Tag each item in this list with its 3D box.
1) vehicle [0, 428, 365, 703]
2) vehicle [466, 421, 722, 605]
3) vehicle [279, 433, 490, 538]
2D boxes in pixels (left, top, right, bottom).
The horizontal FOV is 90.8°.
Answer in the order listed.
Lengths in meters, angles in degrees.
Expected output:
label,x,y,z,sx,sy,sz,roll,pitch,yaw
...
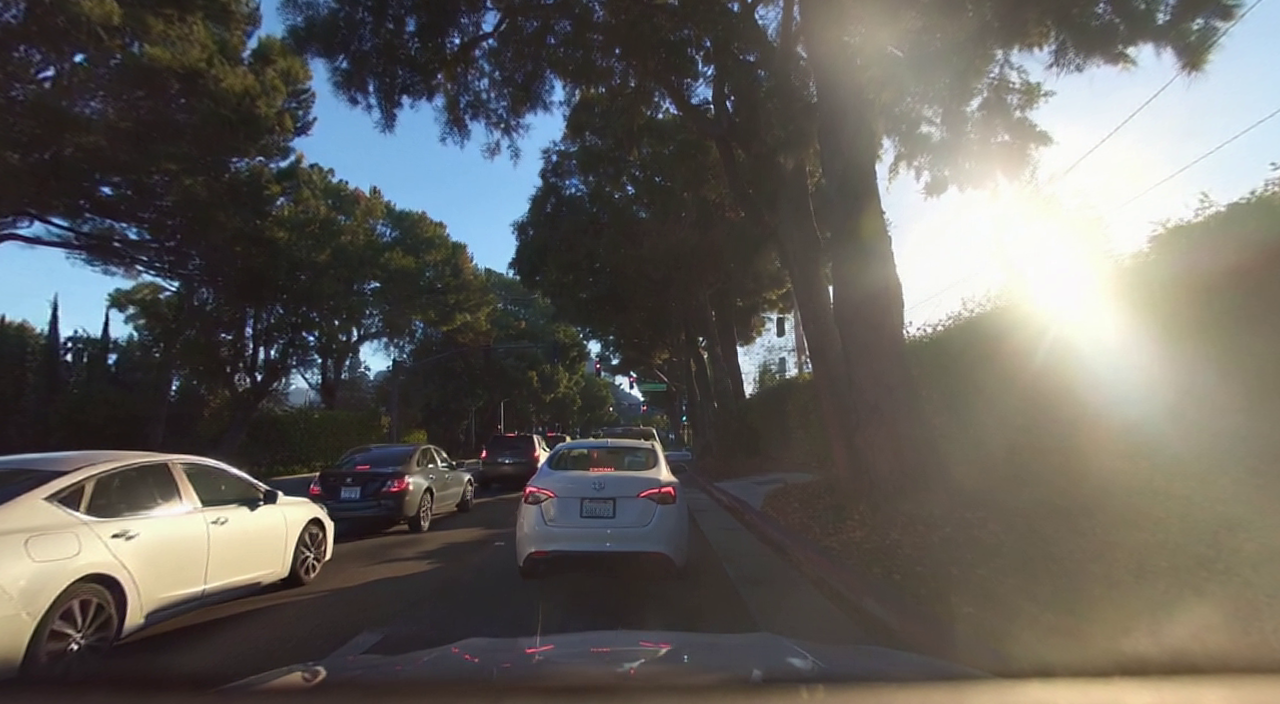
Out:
label,x,y,z,sx,sy,sz,roll,pitch,yaw
vehicle,-3.810,1.289,4.469,1.784,1.408,4.141,0,-8,1
vehicle,-0.417,1.645,7.393,2.127,1.517,4.090,0,-8,-1
vehicle,-4.257,2.276,11.471,1.898,1.503,4.453,0,-8,1
